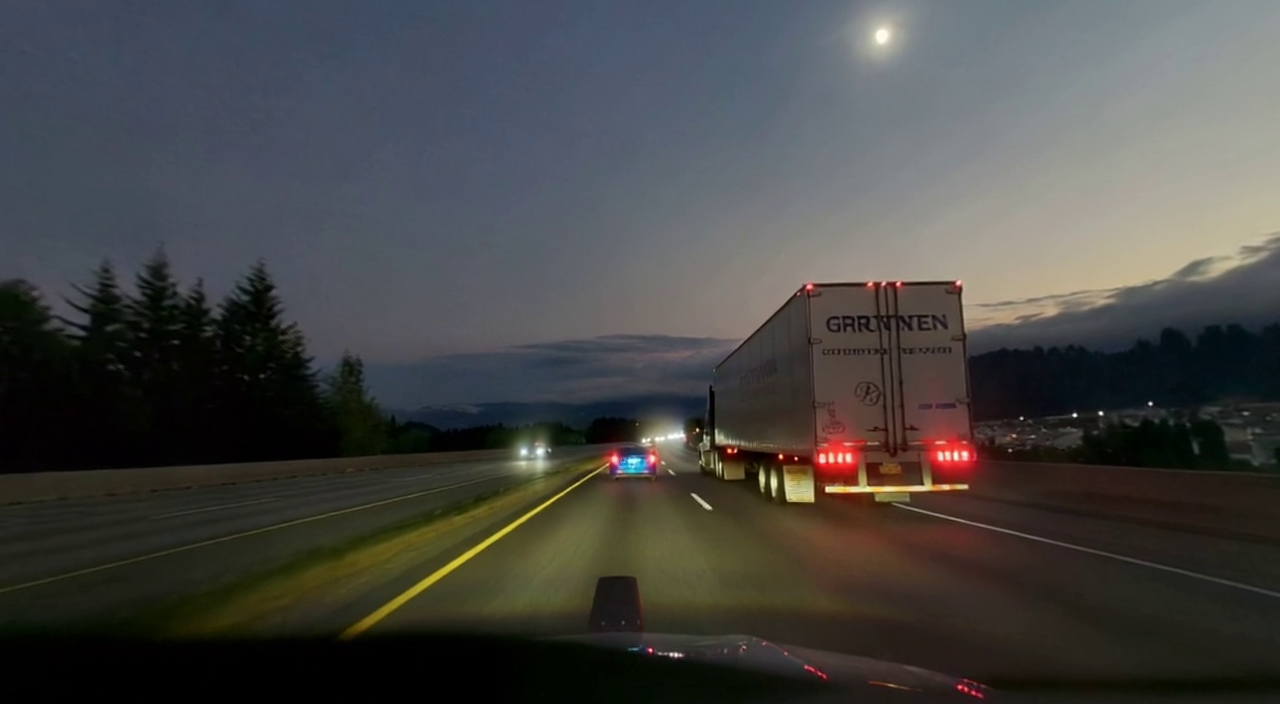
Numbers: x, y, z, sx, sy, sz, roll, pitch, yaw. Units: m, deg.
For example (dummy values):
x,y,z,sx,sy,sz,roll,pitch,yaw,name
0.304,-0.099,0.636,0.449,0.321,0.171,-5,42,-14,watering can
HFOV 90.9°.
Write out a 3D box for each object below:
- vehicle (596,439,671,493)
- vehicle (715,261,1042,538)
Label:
x,y,z,sx,sy,sz,roll,pitch,yaw,name
-0.180,3.481,19.522,2.074,1.475,3.960,0,-9,0,vehicle
4.273,1.756,16.410,2.909,4.074,14.457,0,-9,0,vehicle
